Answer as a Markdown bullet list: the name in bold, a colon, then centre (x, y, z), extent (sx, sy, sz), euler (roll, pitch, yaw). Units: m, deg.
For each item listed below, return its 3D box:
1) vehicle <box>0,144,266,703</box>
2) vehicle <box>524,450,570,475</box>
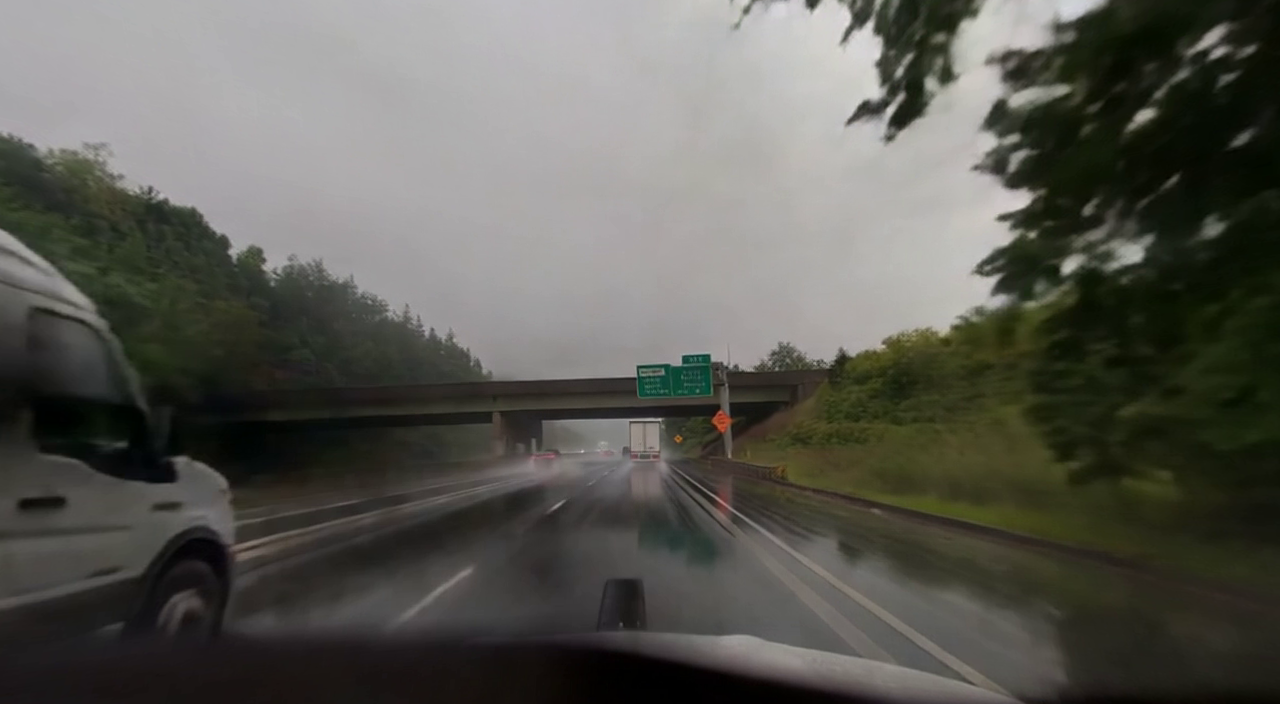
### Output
- **vehicle**: centre (-3.969, 0.294, 1.458), extent (2.504, 2.694, 5.934), euler (0, -9, 0)
- **vehicle**: centre (-5.746, 6.825, 39.348), extent (1.953, 1.452, 4.711), euler (-1, -9, 3)
